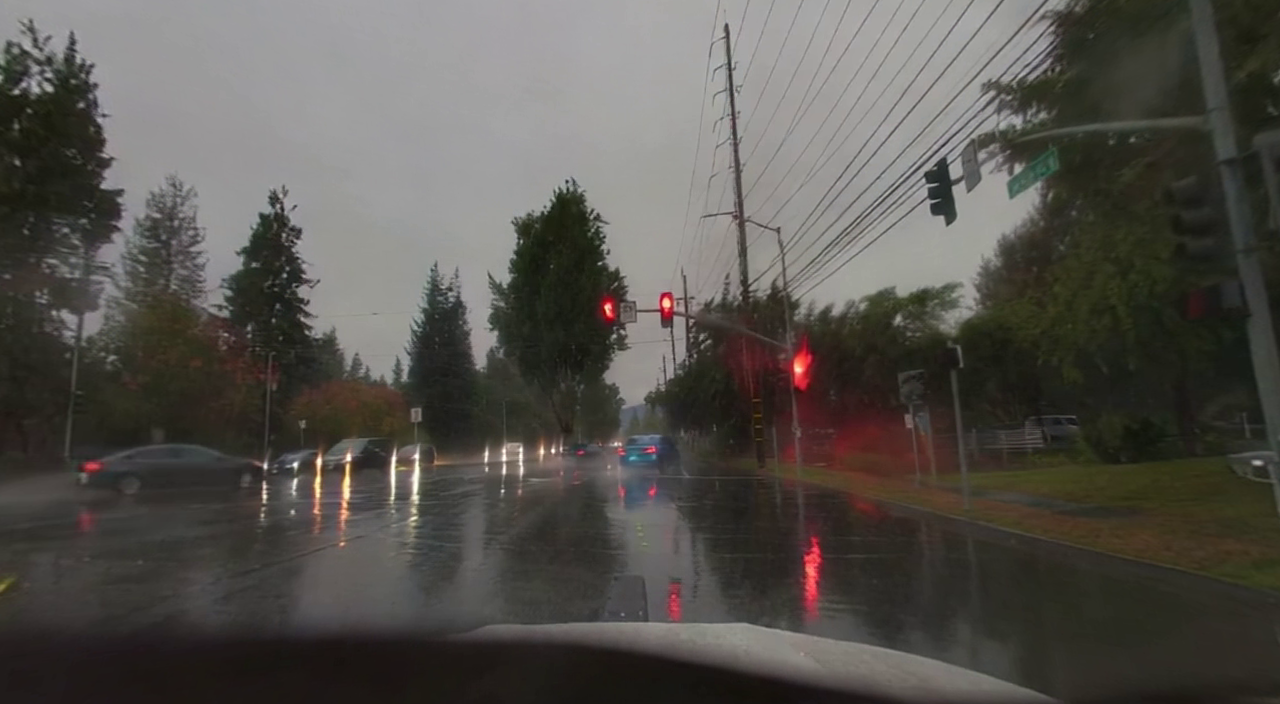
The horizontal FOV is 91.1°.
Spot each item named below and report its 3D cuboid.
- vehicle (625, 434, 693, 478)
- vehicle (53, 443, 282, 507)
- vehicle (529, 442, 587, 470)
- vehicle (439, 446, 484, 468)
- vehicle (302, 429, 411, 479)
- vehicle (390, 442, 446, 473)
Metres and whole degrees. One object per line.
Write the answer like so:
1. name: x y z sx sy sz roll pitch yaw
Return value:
1. vehicle: 0.919 4.337 26.429 2.051 1.666 4.607 -2 -9 12
2. vehicle: -12.307 3.165 16.649 4.531 1.446 1.846 6 -11 -38
3. vehicle: -4.479 5.766 35.047 1.904 1.482 4.603 -2 -9 9
4. vehicle: -12.688 7.484 44.904 1.841 1.477 4.485 -1 -8 1
5. vehicle: -13.123 4.767 29.625 2.350 2.104 5.828 0 -8 1
6. vehicle: -13.231 6.303 37.631 1.772 1.647 4.221 -4 -9 0
